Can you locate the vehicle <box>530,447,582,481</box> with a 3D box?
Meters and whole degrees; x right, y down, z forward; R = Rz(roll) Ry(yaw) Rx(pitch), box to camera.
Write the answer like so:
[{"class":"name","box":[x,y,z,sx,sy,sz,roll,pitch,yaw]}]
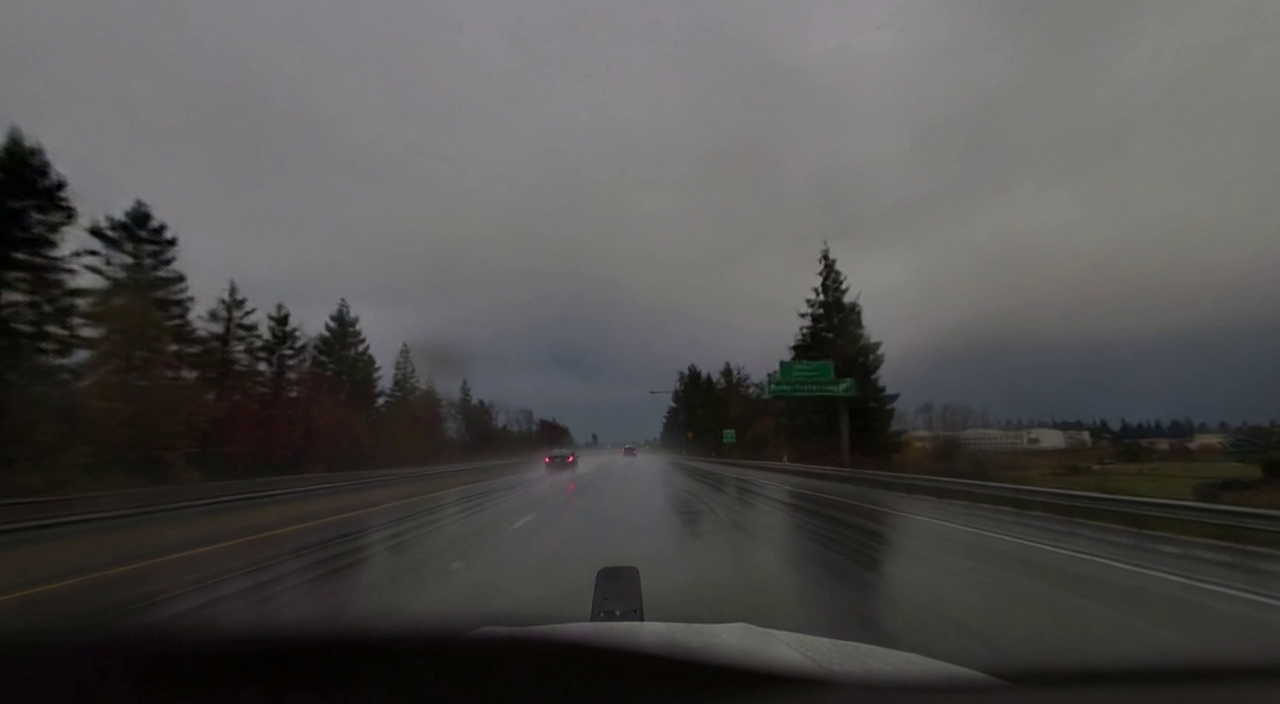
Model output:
[{"class":"vehicle","box":[-3.982,5.352,30.348,1.970,1.492,3.944,0,-9,0]}]
